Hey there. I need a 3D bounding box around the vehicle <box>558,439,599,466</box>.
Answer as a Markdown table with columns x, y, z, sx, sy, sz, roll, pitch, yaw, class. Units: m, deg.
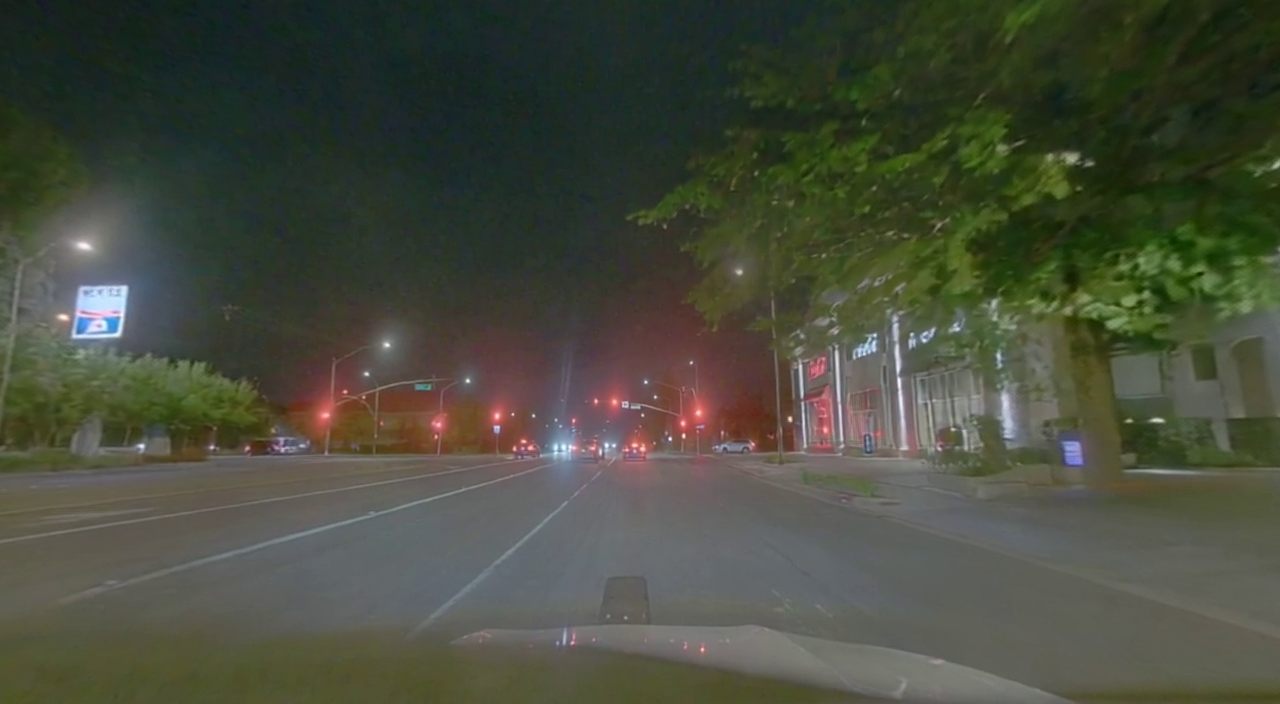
| x | y | z | sx | sy | sz | roll | pitch | yaw | class |
| --- | --- | --- | --- | --- | --- | --- | --- | --- | --- |
| -3.637 | 6.045 | 37.966 | 2.029 | 1.517 | 4.375 | 0 | -9 | 0 | vehicle |
